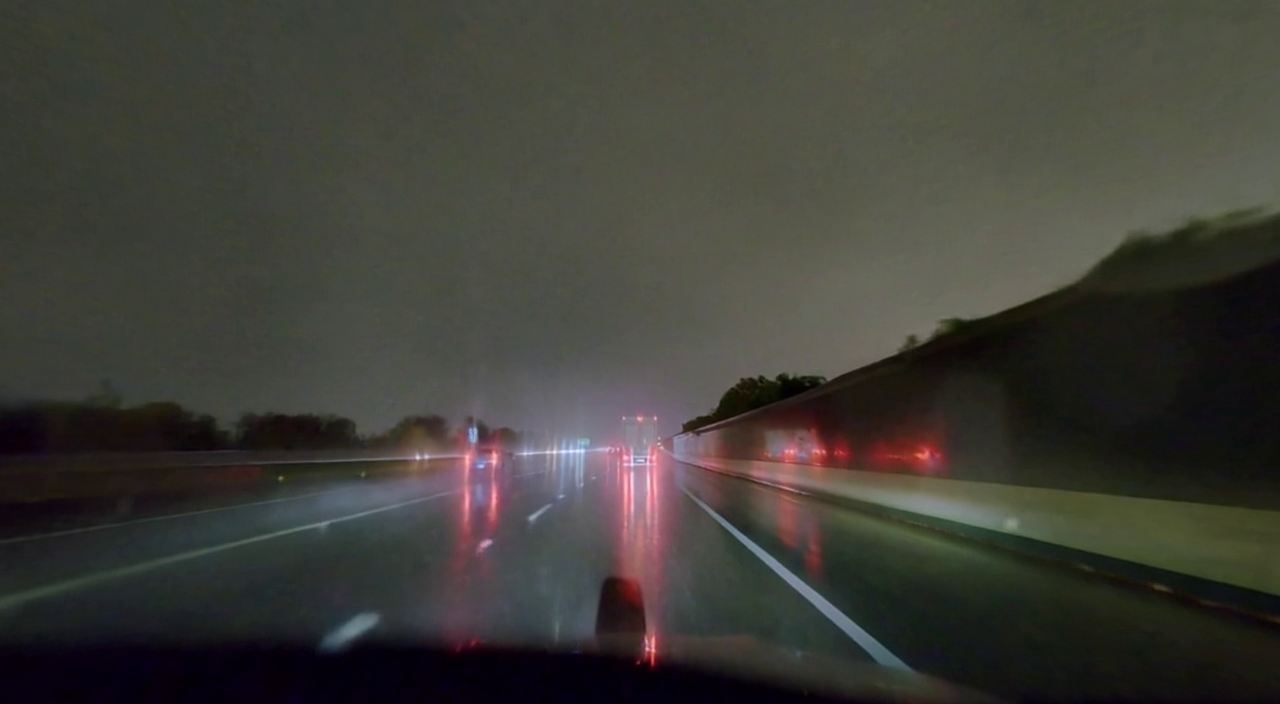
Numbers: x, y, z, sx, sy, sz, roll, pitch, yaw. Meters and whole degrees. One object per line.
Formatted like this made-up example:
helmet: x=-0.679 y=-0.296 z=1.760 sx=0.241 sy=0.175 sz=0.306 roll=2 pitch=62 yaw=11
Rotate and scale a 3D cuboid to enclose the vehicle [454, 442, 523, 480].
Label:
vehicle: x=-7.167 y=5.221 z=30.420 sx=2.067 sy=1.676 sz=4.789 roll=0 pitch=-9 yaw=1
